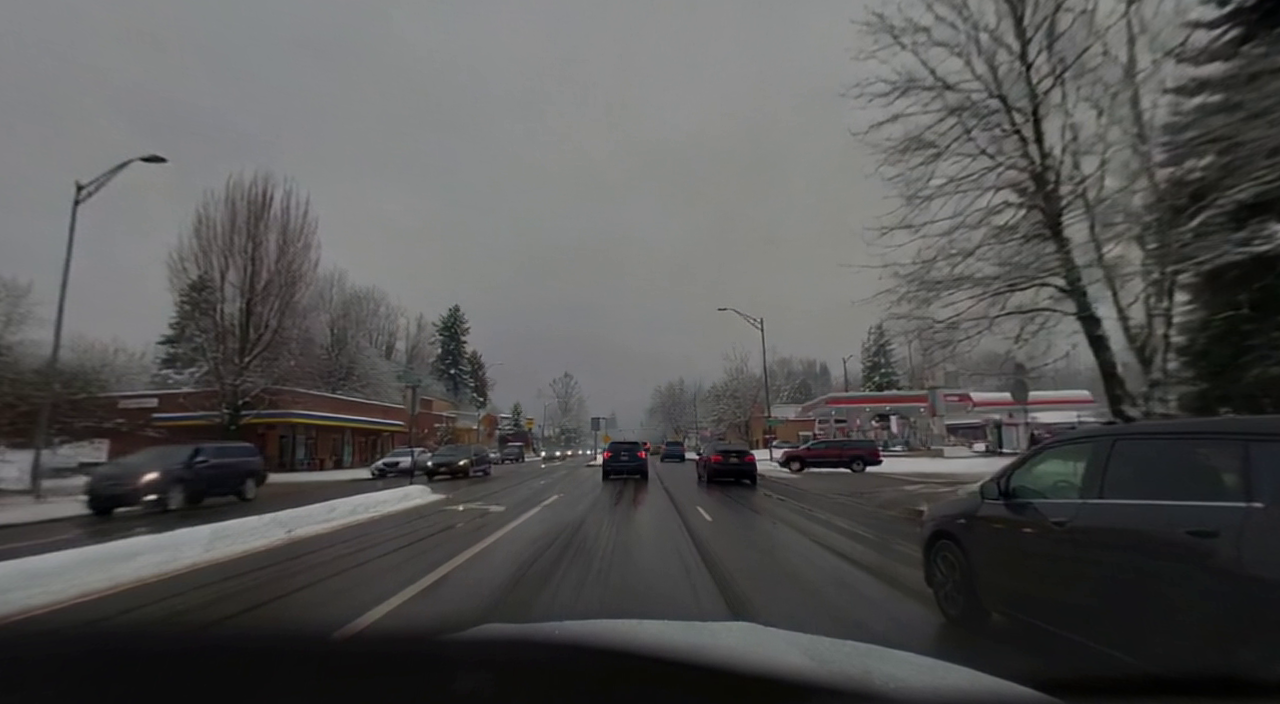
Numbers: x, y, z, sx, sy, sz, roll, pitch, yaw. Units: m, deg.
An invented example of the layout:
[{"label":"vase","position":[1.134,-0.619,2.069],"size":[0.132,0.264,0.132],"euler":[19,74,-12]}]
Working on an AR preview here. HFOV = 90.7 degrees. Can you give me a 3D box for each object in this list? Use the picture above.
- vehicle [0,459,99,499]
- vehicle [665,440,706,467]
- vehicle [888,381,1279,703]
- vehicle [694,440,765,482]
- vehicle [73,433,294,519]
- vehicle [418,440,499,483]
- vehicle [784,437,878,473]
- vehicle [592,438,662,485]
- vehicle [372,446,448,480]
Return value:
[{"label":"vehicle","position":[-25.263,5.171,25.920],"size":[4.673,1.481,1.995],"euler":[-2,-9,8]},{"label":"vehicle","position":[2.708,6.212,38.802],"size":[2.098,1.527,3.966],"euler":[0,-9,-2]},{"label":"vehicle","position":[3.212,1.001,3.145],"size":[2.097,1.502,4.470],"euler":[0,-9,-1]},{"label":"vehicle","position":[3.351,4.167,24.483],"size":[2.060,1.471,4.168],"euler":[0,-9,-1]},{"label":"vehicle","position":[-11.574,3.153,16.659],"size":[2.107,1.892,4.908],"euler":[0,-9,0]},{"label":"vehicle","position":[-7.484,4.544,26.561],"size":[2.085,1.610,4.085],"euler":[-1,-9,1]},{"label":"vehicle","position":[9.867,5.389,33.056],"size":[4.464,1.755,2.236],"euler":[-2,-9,14]},{"label":"vehicle","position":[-0.471,3.861,22.626],"size":[2.232,1.508,4.319],"euler":[0,-9,-1]},{"label":"vehicle","position":[-11.779,5.696,32.754],"size":[2.117,1.592,4.660],"euler":[0,-9,1]}]
